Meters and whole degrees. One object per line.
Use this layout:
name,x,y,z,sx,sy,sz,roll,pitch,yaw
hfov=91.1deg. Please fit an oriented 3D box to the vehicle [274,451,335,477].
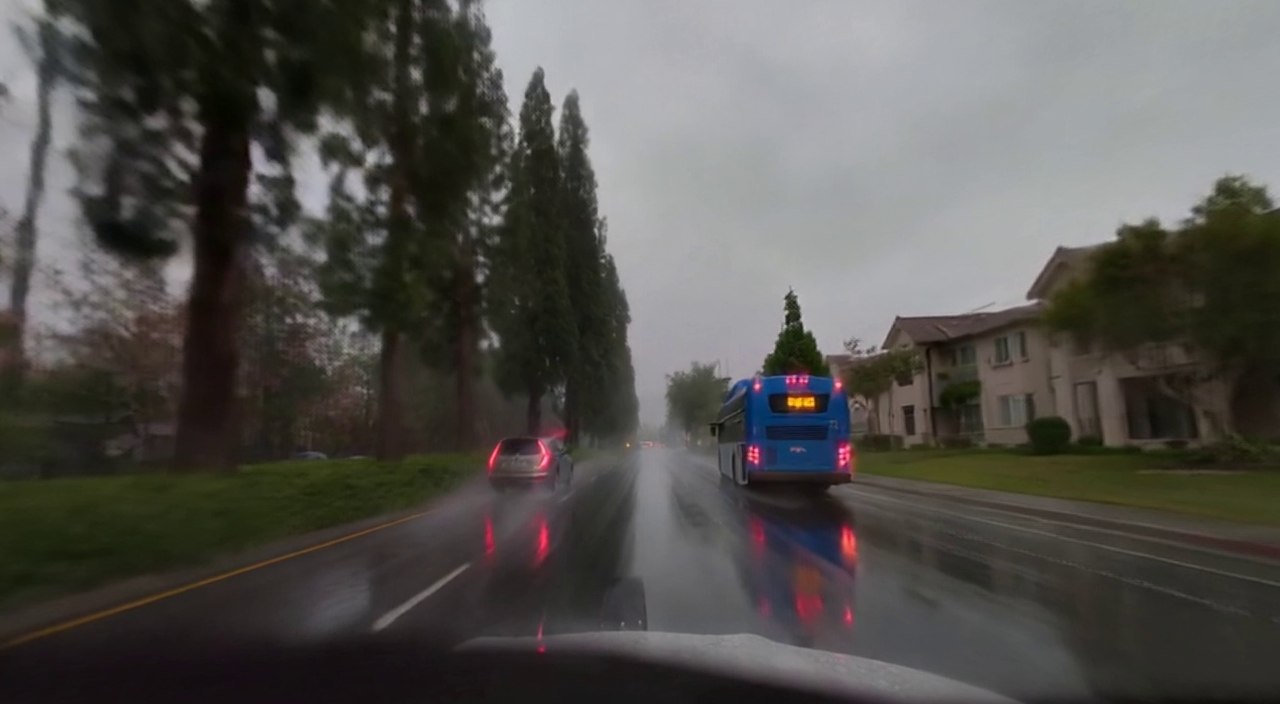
vehicle,-22.074,7.372,41.477,1.781,1.553,3.896,0,-8,1

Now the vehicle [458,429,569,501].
vehicle,-3.396,3.128,17.764,2.111,1.767,4.333,0,-8,2

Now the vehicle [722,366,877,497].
vehicle,4.819,2.910,22.154,3.072,3.278,12.747,-1,-8,4

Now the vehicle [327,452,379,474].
vehicle,-21.973,8.490,48.213,1.797,1.481,4.750,0,-8,-1
